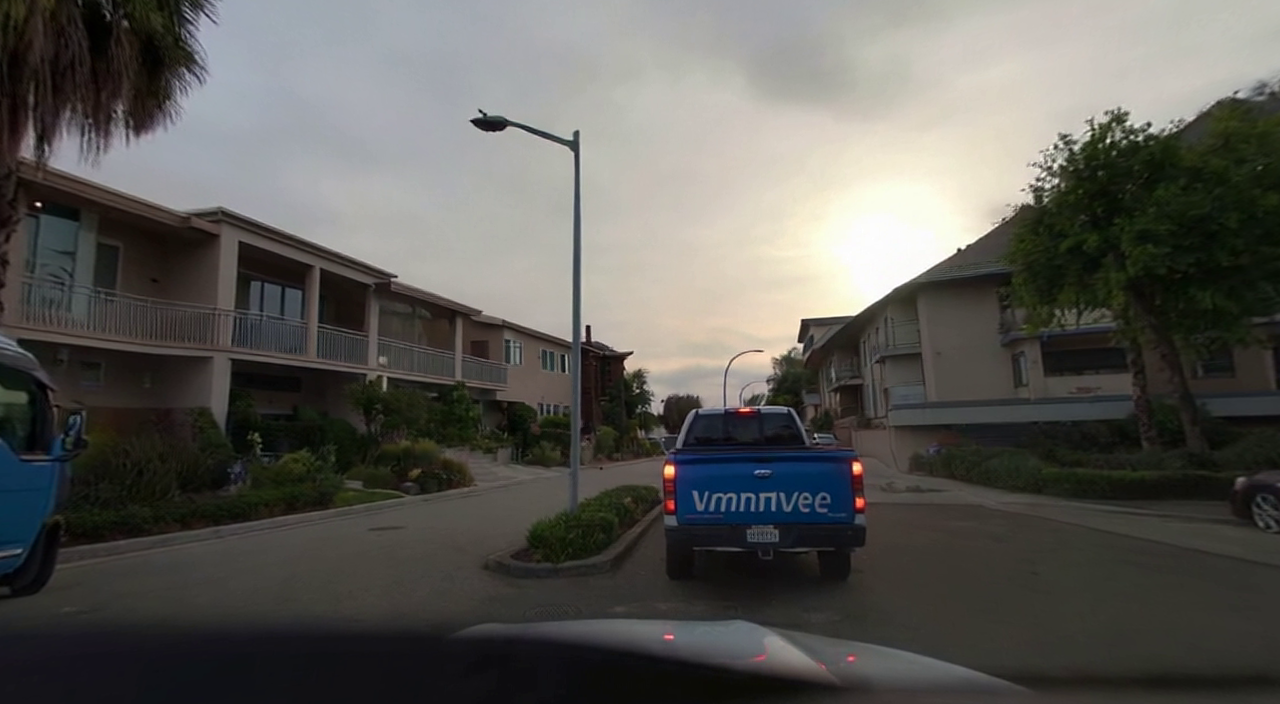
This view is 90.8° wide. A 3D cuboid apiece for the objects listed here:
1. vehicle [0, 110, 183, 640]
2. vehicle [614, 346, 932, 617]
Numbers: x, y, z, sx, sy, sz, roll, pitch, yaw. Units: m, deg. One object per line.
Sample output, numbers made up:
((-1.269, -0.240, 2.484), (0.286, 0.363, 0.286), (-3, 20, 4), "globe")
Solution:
((-6.628, -0.411, 0.723), (2.998, 3.659, 10.517), (-2, -9, 10), "vehicle")
((1.235, 1.433, 7.919), (2.418, 2.078, 5.866), (-1, -9, 5), "vehicle")
